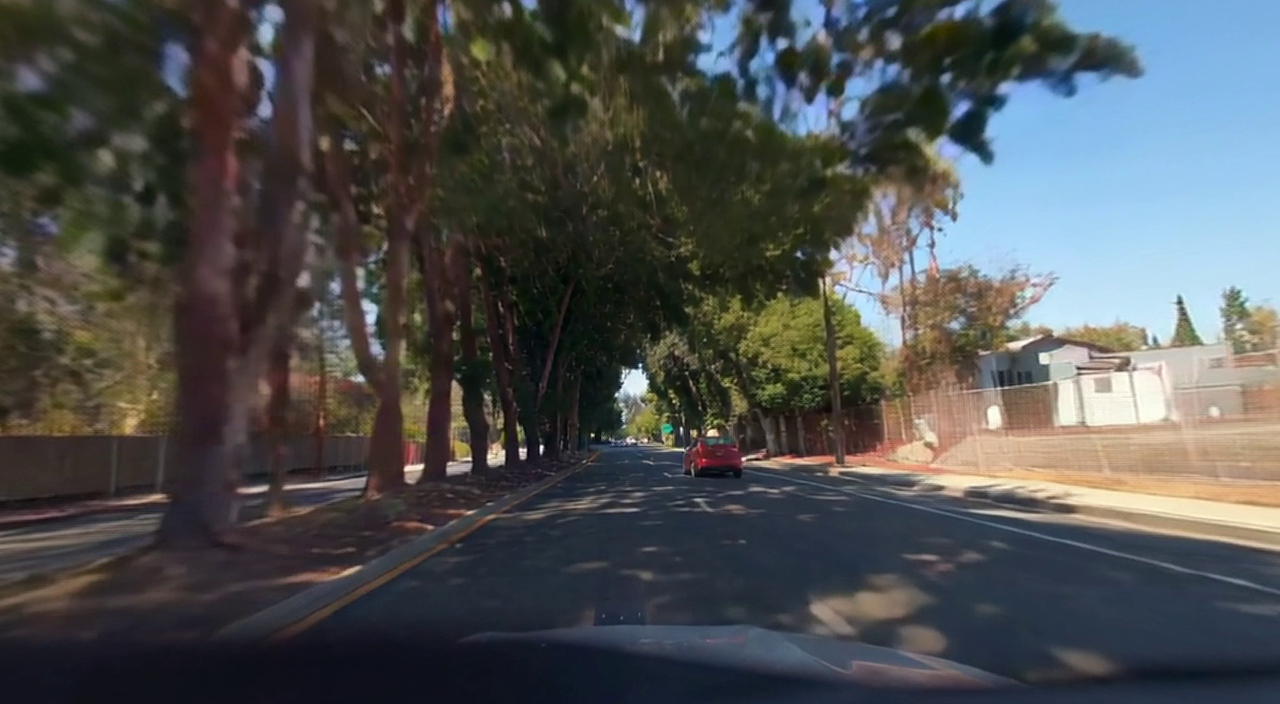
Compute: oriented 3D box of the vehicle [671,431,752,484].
[{"bbox_3d":[2.210,3.427,20.884,1.985,1.529,4.316,0,-8,-2],"label":"vehicle"}]
